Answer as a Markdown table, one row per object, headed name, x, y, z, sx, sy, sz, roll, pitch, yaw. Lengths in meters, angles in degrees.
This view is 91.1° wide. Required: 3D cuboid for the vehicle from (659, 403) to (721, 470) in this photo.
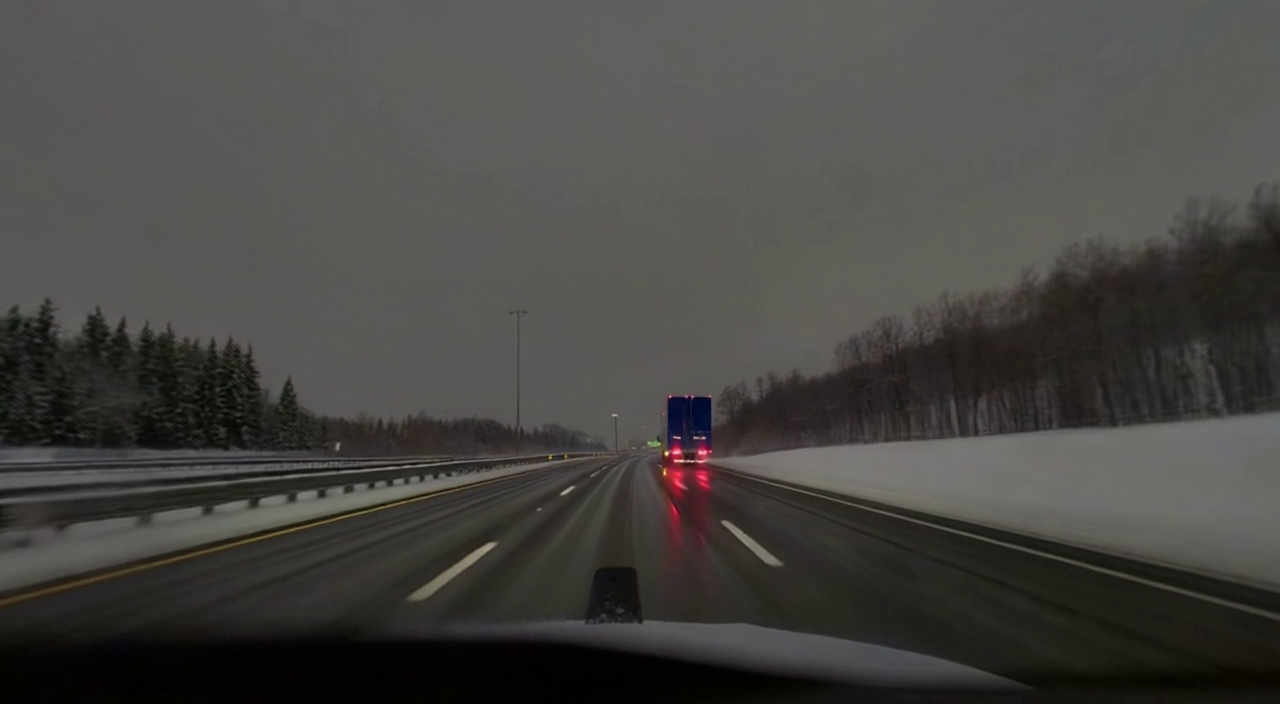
| name | x | y | z | sx | sy | sz | roll | pitch | yaw |
| --- | --- | --- | --- | --- | --- | --- | --- | --- | --- |
| vehicle | 3.243 | 6.241 | 45.429 | 3.244 | 4.020 | 14.561 | 0 | -9 | 0 |
